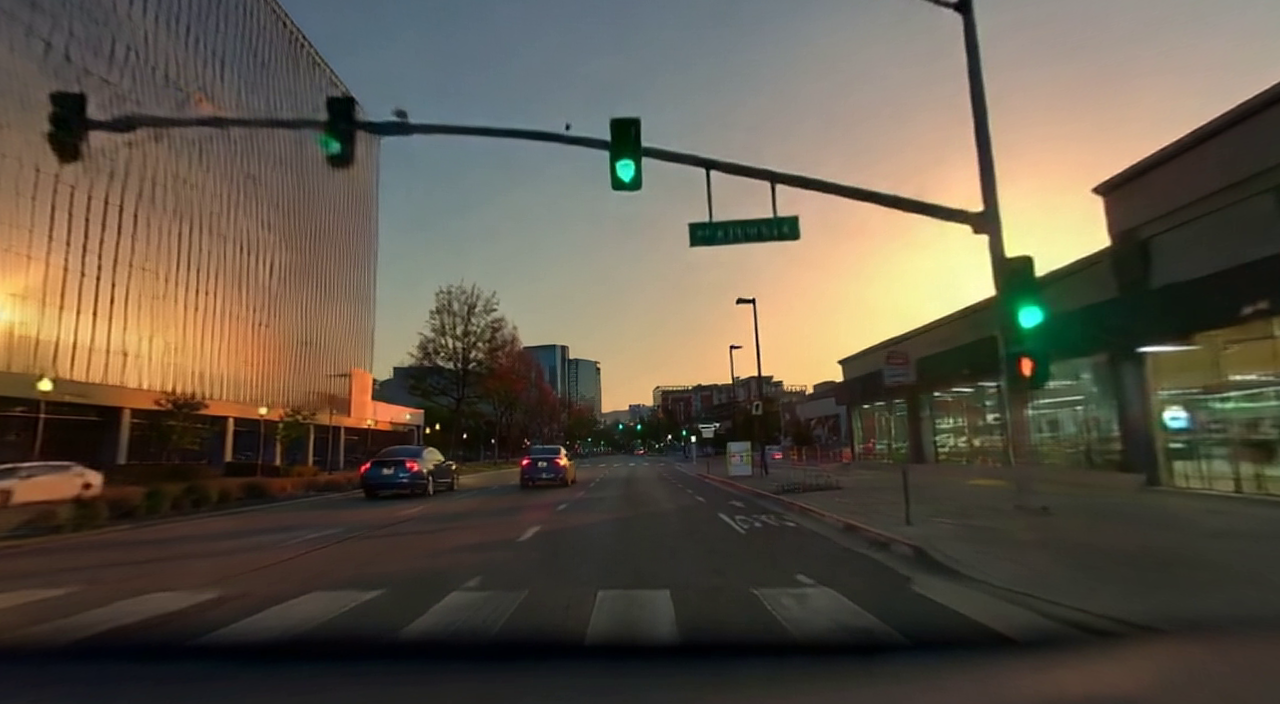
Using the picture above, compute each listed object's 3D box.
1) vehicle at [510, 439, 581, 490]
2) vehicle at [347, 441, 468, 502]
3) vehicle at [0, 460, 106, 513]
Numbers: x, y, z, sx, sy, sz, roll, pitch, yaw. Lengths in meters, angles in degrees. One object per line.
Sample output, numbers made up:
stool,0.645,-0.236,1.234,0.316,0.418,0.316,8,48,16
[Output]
vehicle,-3.430,4.164,23.706,2.052,1.729,4.195,0,-8,0
vehicle,-6.895,3.559,19.343,1.909,1.605,4.561,0,-8,1
vehicle,-20.830,4.414,20.912,2.050,1.519,4.736,0,-8,2
